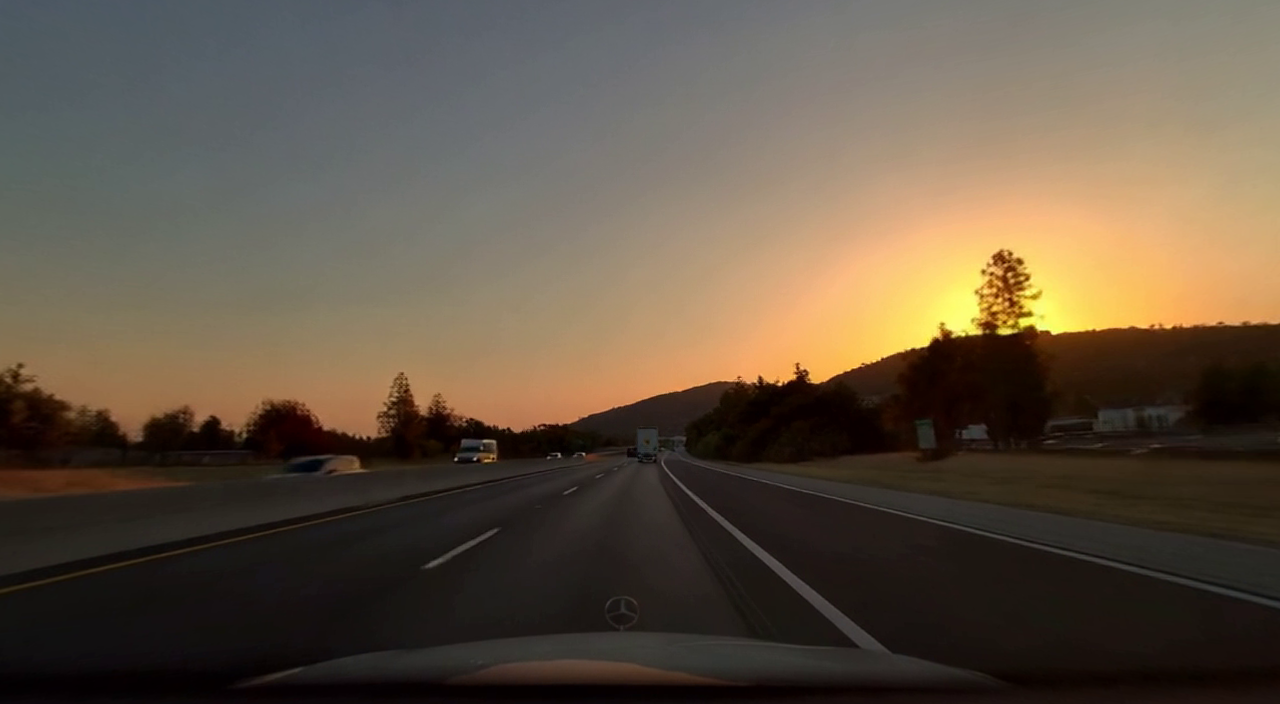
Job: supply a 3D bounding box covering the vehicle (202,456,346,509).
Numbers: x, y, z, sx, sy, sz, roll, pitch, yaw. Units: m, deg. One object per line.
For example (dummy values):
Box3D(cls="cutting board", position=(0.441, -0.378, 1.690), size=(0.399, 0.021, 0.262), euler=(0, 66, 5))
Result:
Box3D(cls="vehicle", position=(-12.524, 4.463, 22.088), size=(2.030, 1.583, 4.991), euler=(0, -9, 0))
